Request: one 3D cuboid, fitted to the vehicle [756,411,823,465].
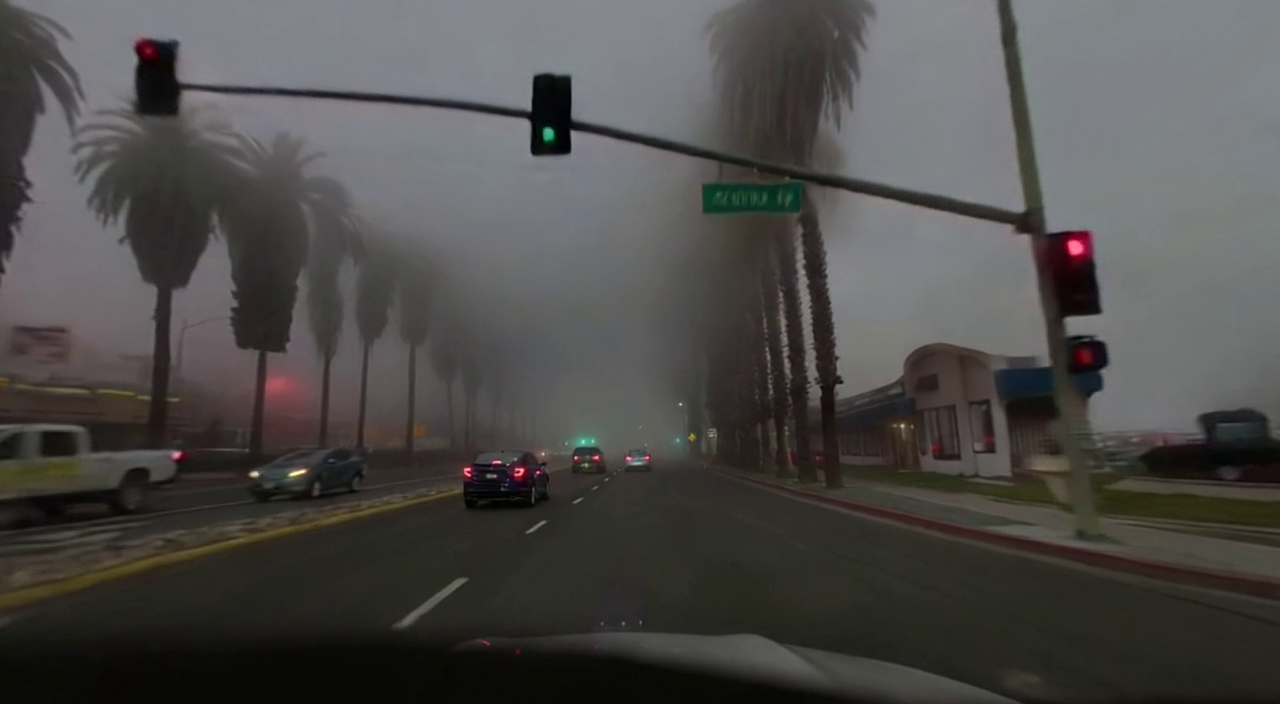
[{"bbox_3d":[10.197,6.008,43.799,2.878,3.388,8.331,-1,-8,2],"label":"vehicle"}]

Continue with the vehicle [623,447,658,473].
[{"bbox_3d":[0.016,6.666,39.056,2.094,1.496,4.070,0,-9,0],"label":"vehicle"}]

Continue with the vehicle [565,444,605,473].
[{"bbox_3d":[-3.231,6.327,37.480,1.979,1.634,3.957,0,-9,0],"label":"vehicle"}]

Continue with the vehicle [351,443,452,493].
[{"bbox_3d":[-8.438,4.115,22.714,1.928,1.532,4.533,-2,-9,0],"label":"vehicle"}]

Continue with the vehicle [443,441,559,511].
[{"bbox_3d":[-3.347,3.076,16.106,1.904,1.513,4.410,0,-9,1],"label":"vehicle"}]

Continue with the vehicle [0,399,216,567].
[{"bbox_3d":[-8.483,1.720,8.418,2.058,1.929,5.123,-1,-9,-1],"label":"vehicle"}]

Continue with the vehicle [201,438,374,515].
[{"bbox_3d":[-8.412,2.975,15.504,1.893,1.576,4.075,-2,-9,0],"label":"vehicle"}]
